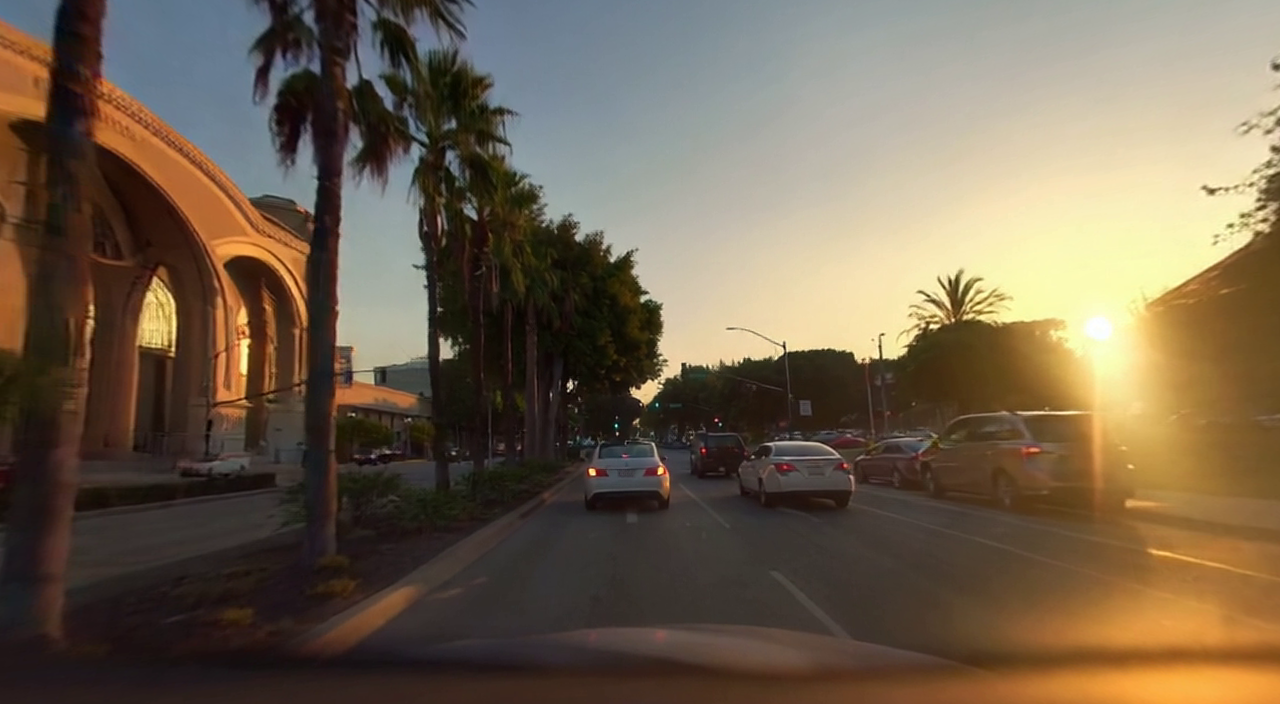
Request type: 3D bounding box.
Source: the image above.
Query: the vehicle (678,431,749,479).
[{"bbox_3d":[3.109,4.613,28.708,2.127,1.854,7.971,0,-8,-1],"label":"vehicle"}]

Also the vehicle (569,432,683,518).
[{"bbox_3d":[-0.275,2.490,13.265,2.050,1.521,3.747,0,-8,-1],"label":"vehicle"}]

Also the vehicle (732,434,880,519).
[{"bbox_3d":[3.225,2.500,13.222,1.833,1.465,4.258,0,-8,-2],"label":"vehicle"}]

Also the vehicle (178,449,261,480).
[{"bbox_3d":[-24.580,6.582,37.153,1.870,1.636,4.375,0,-8,0],"label":"vehicle"}]

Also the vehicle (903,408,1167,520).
[{"bbox_3d":[7.977,2.251,13.627,2.200,1.933,5.123,0,-7,-3],"label":"vehicle"}]
